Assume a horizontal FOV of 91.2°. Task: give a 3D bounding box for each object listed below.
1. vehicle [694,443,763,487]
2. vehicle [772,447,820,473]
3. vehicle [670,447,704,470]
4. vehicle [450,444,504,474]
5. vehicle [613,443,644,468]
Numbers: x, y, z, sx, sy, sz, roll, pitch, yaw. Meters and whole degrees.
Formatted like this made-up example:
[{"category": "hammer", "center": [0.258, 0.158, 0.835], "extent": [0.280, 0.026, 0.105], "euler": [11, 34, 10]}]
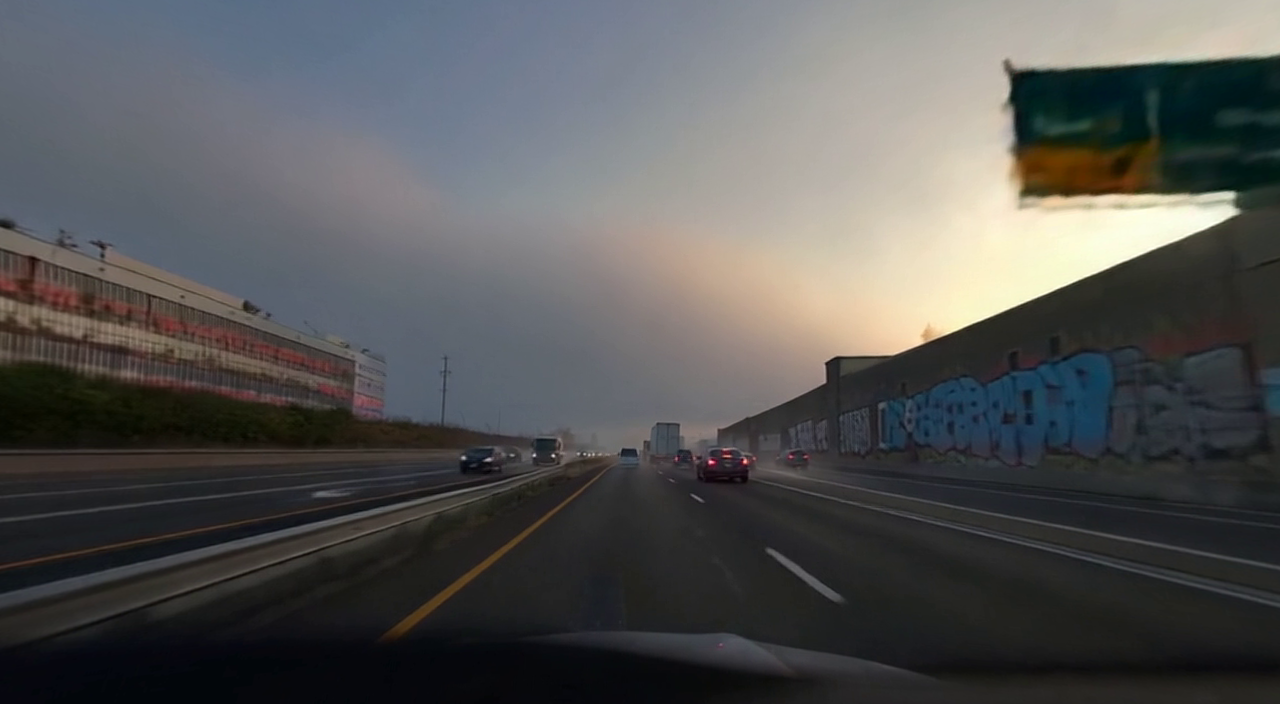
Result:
[{"category": "vehicle", "center": [3.465, 4.527, 25.480], "extent": [2.045, 1.605, 4.674], "euler": [0, -9, -1]}, {"category": "vehicle", "center": [10.410, 7.201, 42.104], "extent": [2.107, 1.648, 4.324], "euler": [0, -9, 1]}, {"category": "vehicle", "center": [3.440, 7.869, 46.407], "extent": [2.085, 1.588, 4.436], "euler": [0, -9, -1]}, {"category": "vehicle", "center": [-8.771, 5.773, 34.111], "extent": [1.896, 1.492, 4.099], "euler": [0, -9, -1]}, {"category": "vehicle", "center": [-0.867, 7.729, 46.767], "extent": [2.169, 1.753, 4.151], "euler": [0, -9, -1]}]
